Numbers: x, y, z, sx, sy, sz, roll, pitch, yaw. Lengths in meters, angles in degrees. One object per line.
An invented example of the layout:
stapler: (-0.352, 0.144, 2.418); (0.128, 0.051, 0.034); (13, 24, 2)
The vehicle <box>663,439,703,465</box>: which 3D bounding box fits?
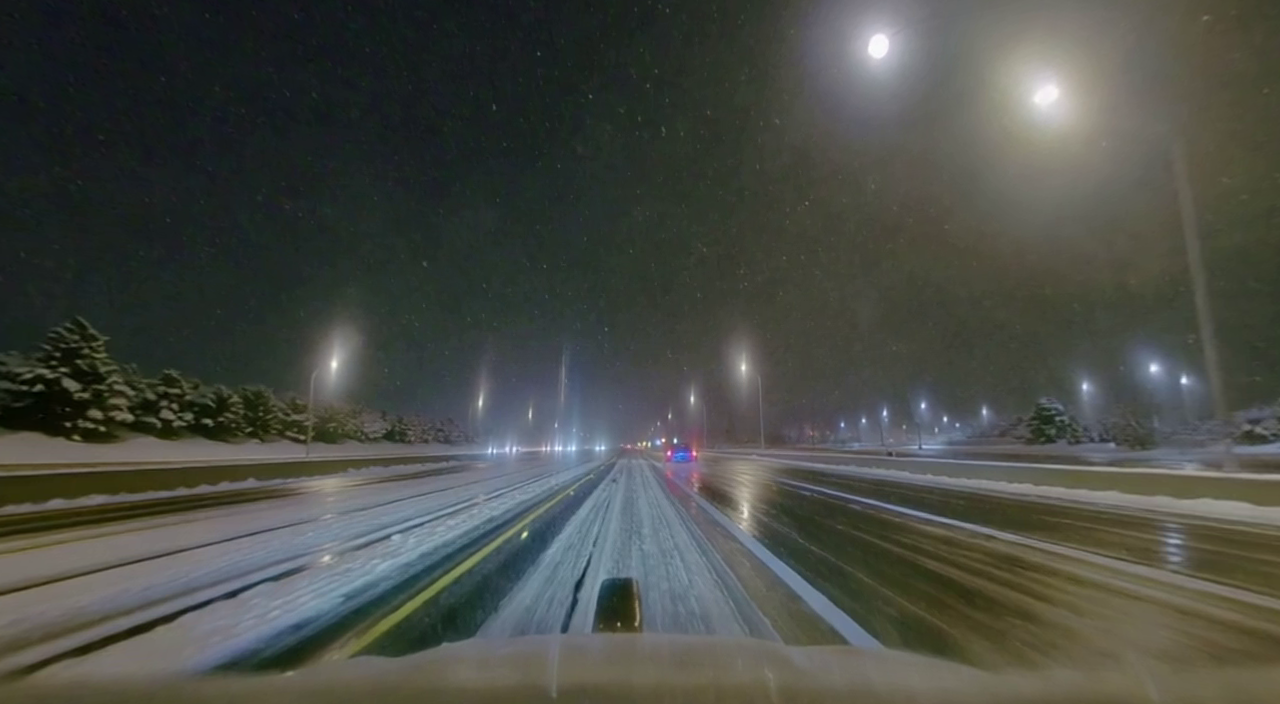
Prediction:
vehicle: (2.733, 6.517, 41.412); (2.270, 1.615, 3.770); (0, -8, -1)
